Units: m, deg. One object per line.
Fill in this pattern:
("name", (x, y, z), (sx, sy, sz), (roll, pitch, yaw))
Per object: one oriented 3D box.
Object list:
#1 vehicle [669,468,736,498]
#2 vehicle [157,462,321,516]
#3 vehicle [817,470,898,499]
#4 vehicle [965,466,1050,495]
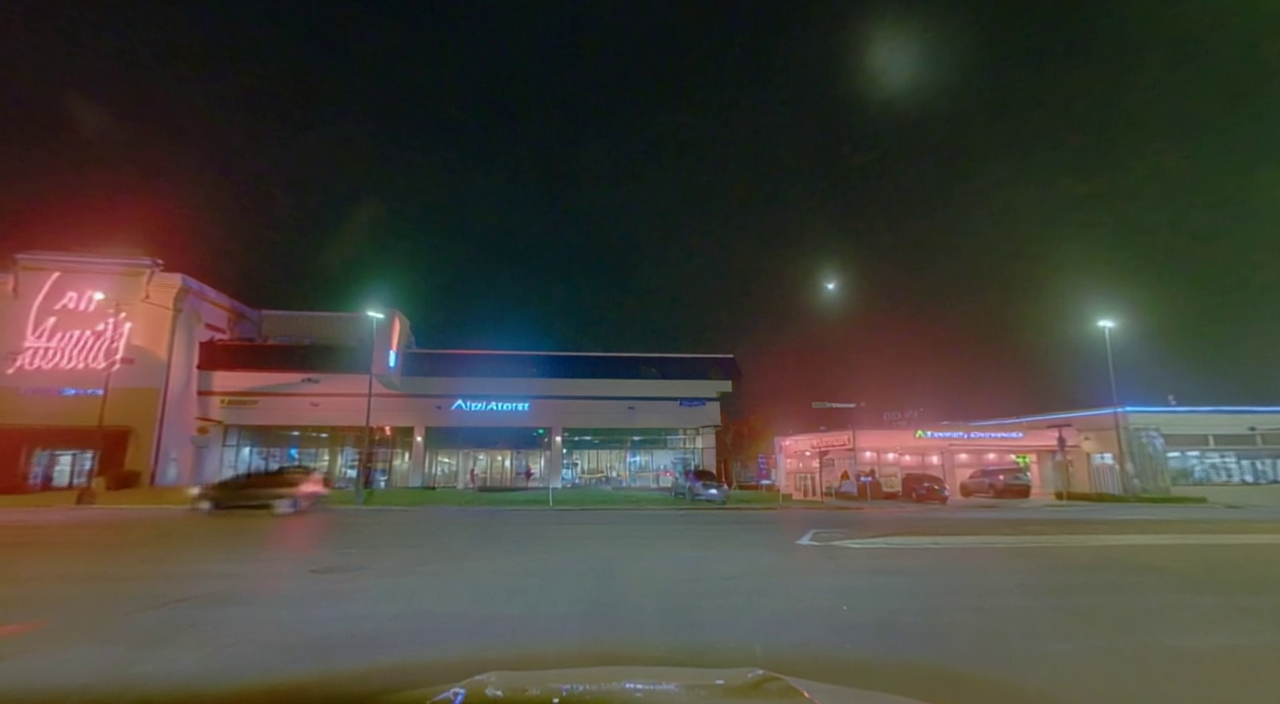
("vehicle", (3.698, 7.916, 38.446), (1.812, 1.468, 4.519), (5, -10, -28))
("vehicle", (-13.006, 4.445, 20.714), (4.073, 1.609, 1.813), (1, -9, -4))
("vehicle", (13.077, 7.973, 38.255), (1.791, 1.453, 4.593), (5, -10, -29))
("vehicle", (25.856, 9.024, 44.553), (4.838, 1.799, 1.914), (-7, -11, 39))
